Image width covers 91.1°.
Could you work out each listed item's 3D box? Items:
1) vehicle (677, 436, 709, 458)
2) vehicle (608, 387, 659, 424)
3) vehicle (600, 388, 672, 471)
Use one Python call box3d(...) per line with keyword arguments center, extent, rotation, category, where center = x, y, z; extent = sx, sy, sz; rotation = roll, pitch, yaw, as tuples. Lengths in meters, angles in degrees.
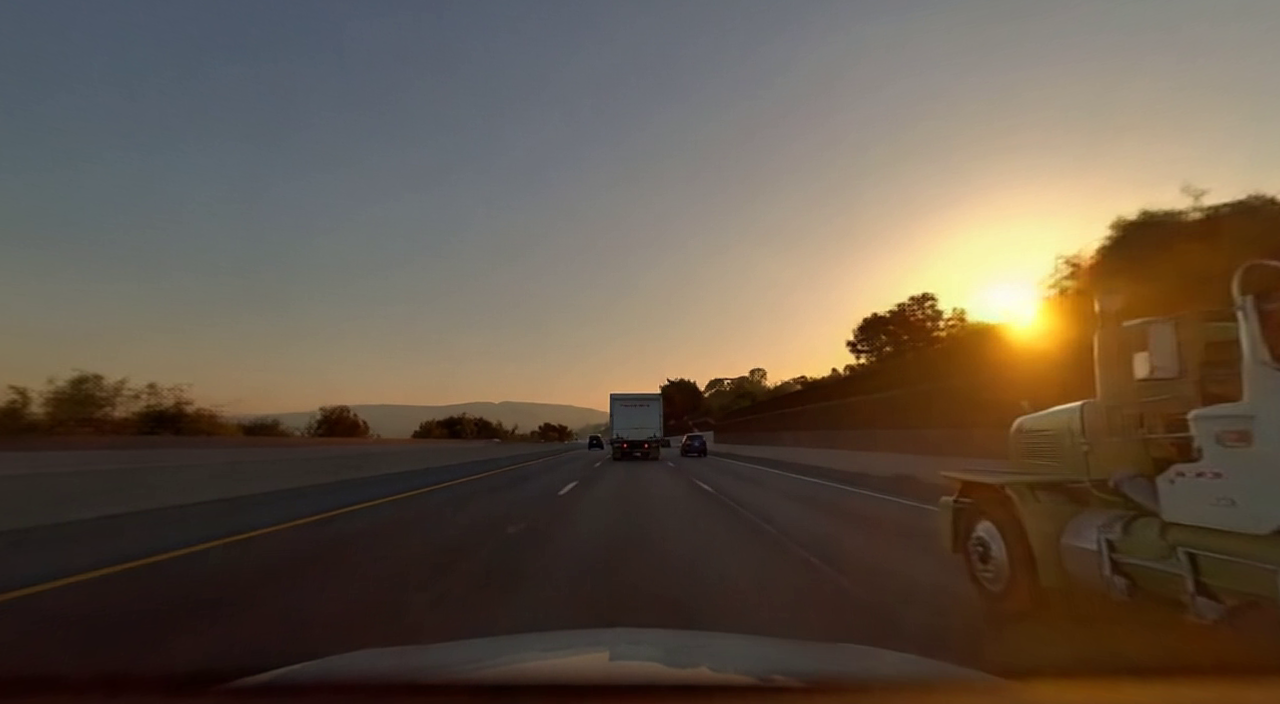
box3d(center=(3.705, 6.743, 44.812), extent=(1.910, 1.492, 4.324), rotation=(0, -8, 0), category="vehicle")
box3d(center=(-0.277, 2.471, 28.264), extent=(2.112, 1.472, 4.240), rotation=(0, -8, 0), category="vehicle")
box3d(center=(-0.362, 4.081, 32.796), extent=(2.953, 3.406, 13.372), rotation=(0, -7, -2), category="vehicle")
